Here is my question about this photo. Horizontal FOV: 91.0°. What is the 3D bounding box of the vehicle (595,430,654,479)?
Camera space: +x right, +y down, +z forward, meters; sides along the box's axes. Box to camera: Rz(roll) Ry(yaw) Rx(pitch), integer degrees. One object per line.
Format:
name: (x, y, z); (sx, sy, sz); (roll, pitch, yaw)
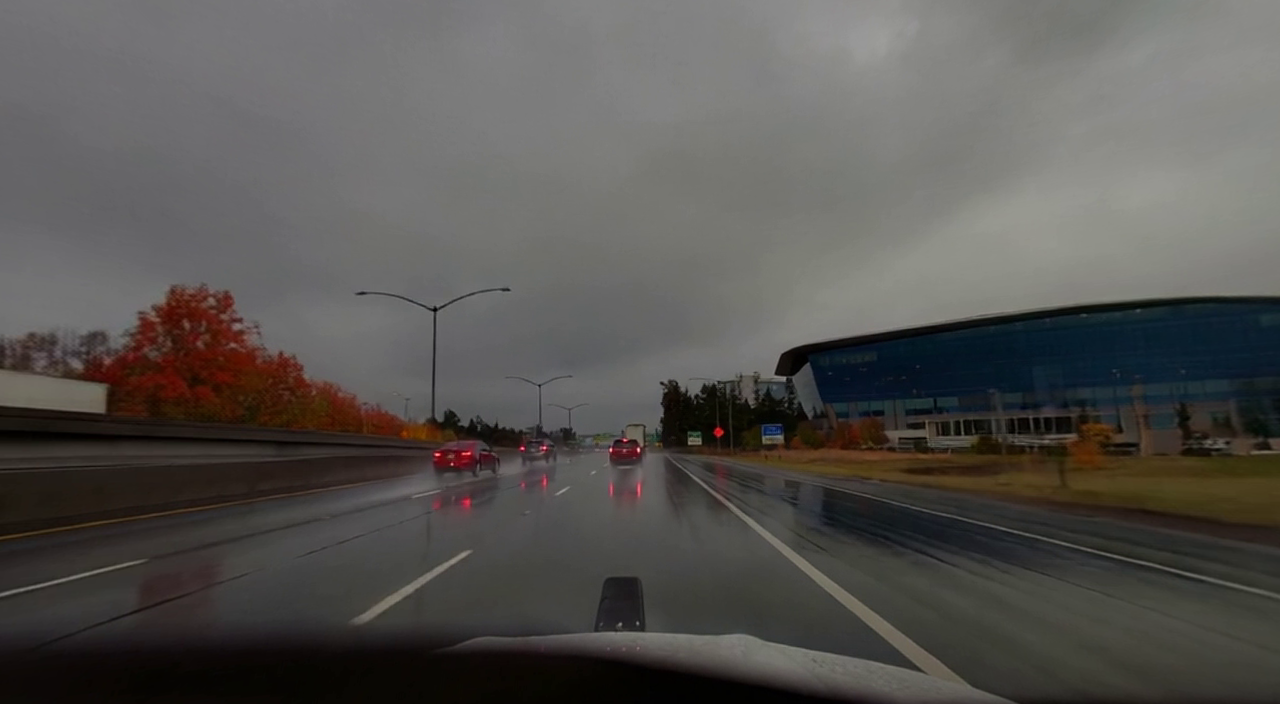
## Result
vehicle: (-0.602, 4.290, 26.643); (2.245, 1.863, 4.801); (0, -9, 0)

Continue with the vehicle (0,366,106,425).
vehicle: (-43.689, 2.843, 41.958); (2.869, 3.629, 16.798); (1, -8, -5)

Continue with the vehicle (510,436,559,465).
vehicle: (-7.278, 6.905, 44.229); (2.328, 1.927, 5.880); (0, -9, 1)

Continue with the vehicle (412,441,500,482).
vehicle: (-7.345, 4.398, 25.687); (2.074, 1.495, 4.643); (0, -9, 1)
